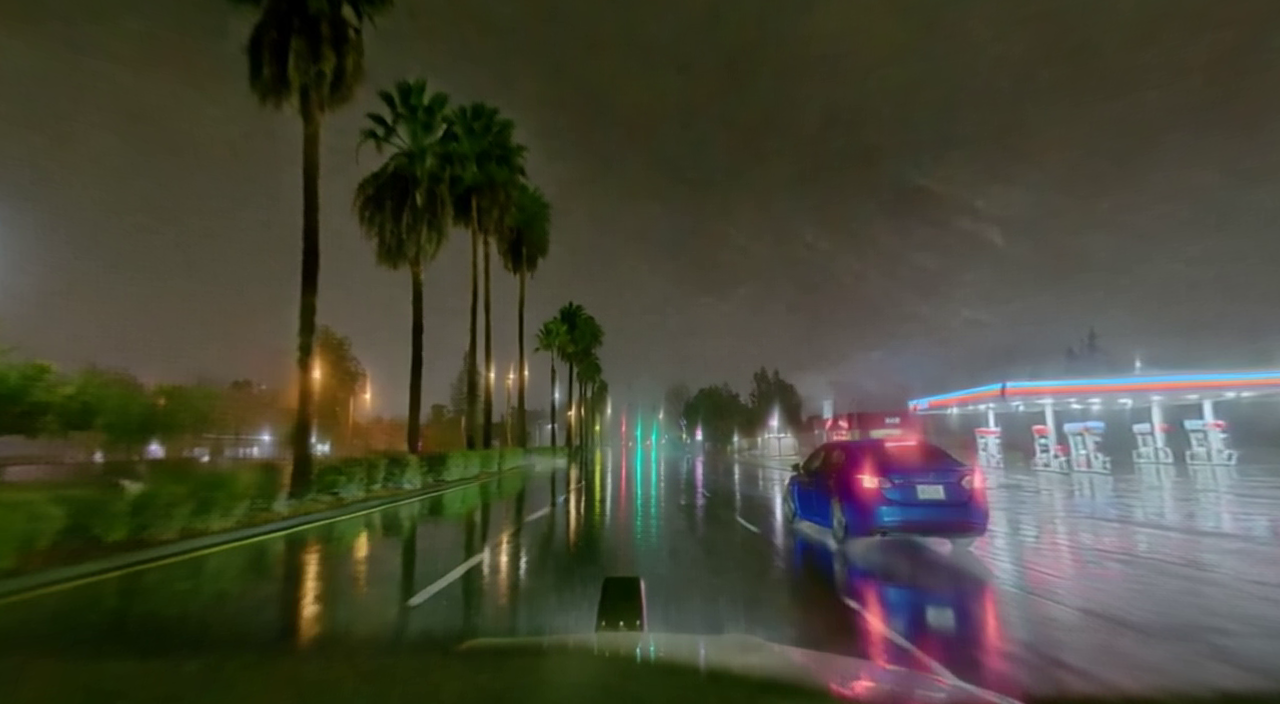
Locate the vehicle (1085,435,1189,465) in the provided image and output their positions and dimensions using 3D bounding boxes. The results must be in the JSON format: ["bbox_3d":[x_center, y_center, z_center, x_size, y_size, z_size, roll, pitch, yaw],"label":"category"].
[{"bbox_3d":[28.527,5.627,36.377,4.280,1.637,2.009,0,-9,-2],"label":"vehicle"}]

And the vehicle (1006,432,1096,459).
[{"bbox_3d":[32.329,7.379,49.809,5.339,1.812,2.175,-3,-9,3],"label":"vehicle"}]

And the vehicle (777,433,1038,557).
[{"bbox_3d":[3.624,1.989,9.615,1.978,1.442,4.262,0,-8,-2],"label":"vehicle"}]
